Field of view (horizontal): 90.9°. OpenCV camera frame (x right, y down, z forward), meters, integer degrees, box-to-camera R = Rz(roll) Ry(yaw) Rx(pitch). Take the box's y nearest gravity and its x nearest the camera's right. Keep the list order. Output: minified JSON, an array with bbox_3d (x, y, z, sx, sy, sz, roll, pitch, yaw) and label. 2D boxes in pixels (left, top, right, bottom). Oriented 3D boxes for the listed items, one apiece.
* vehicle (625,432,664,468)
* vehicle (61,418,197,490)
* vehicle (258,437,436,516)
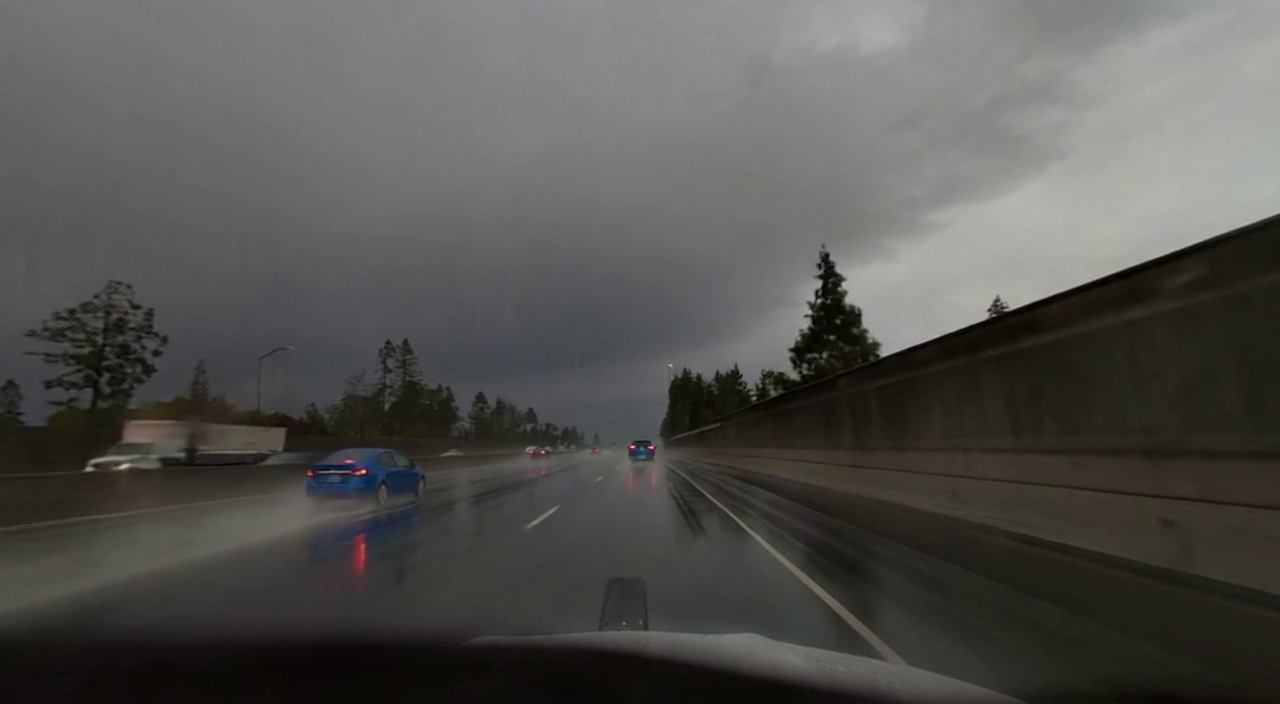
[{"bbox_3d":[0.243,6.190,40.073,2.318,2.145,4.561,0,-8,0],"label":"vehicle"},{"bbox_3d":[-16.904,3.387,21.074,1.677,2.162,3.235,-2,-9,2],"label":"vehicle"},{"bbox_3d":[-6.641,2.845,14.983,2.116,1.570,4.377,0,-8,0],"label":"vehicle"}]
